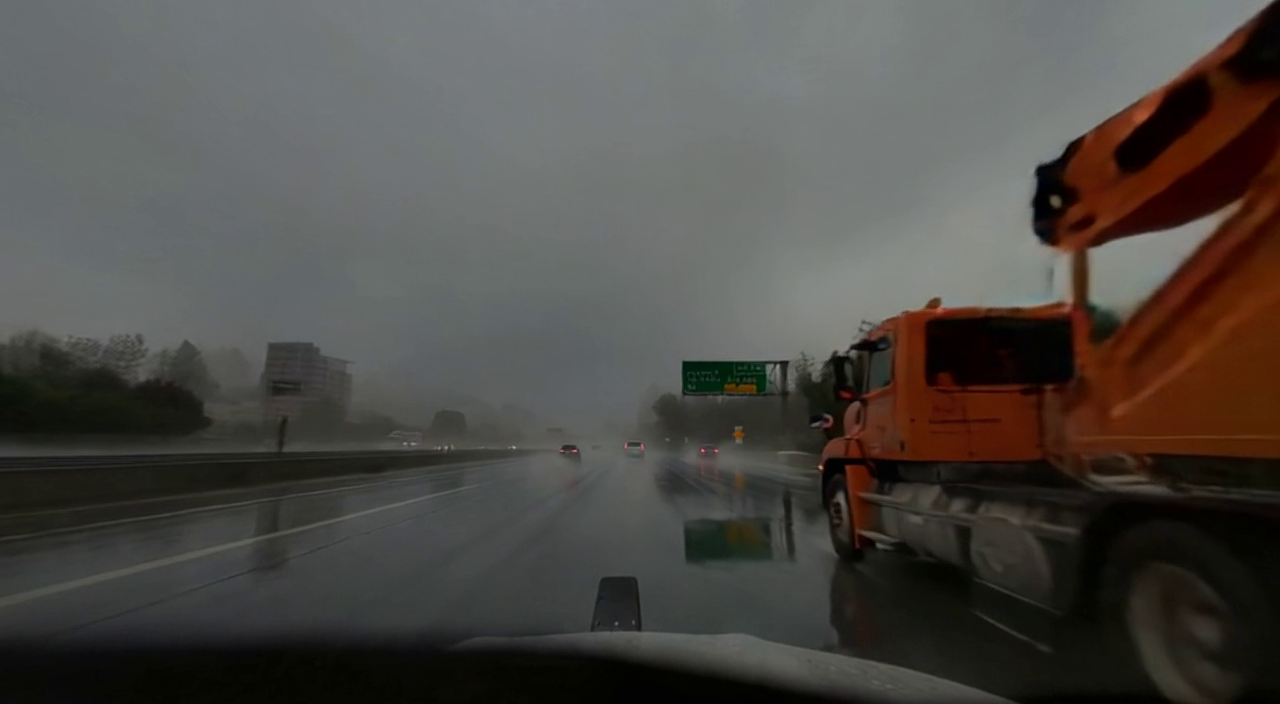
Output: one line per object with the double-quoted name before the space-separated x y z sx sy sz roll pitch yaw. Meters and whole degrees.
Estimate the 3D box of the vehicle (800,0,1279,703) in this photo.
"vehicle" 3.860 0.193 3.815 2.966 3.586 10.563 0 -8 0
